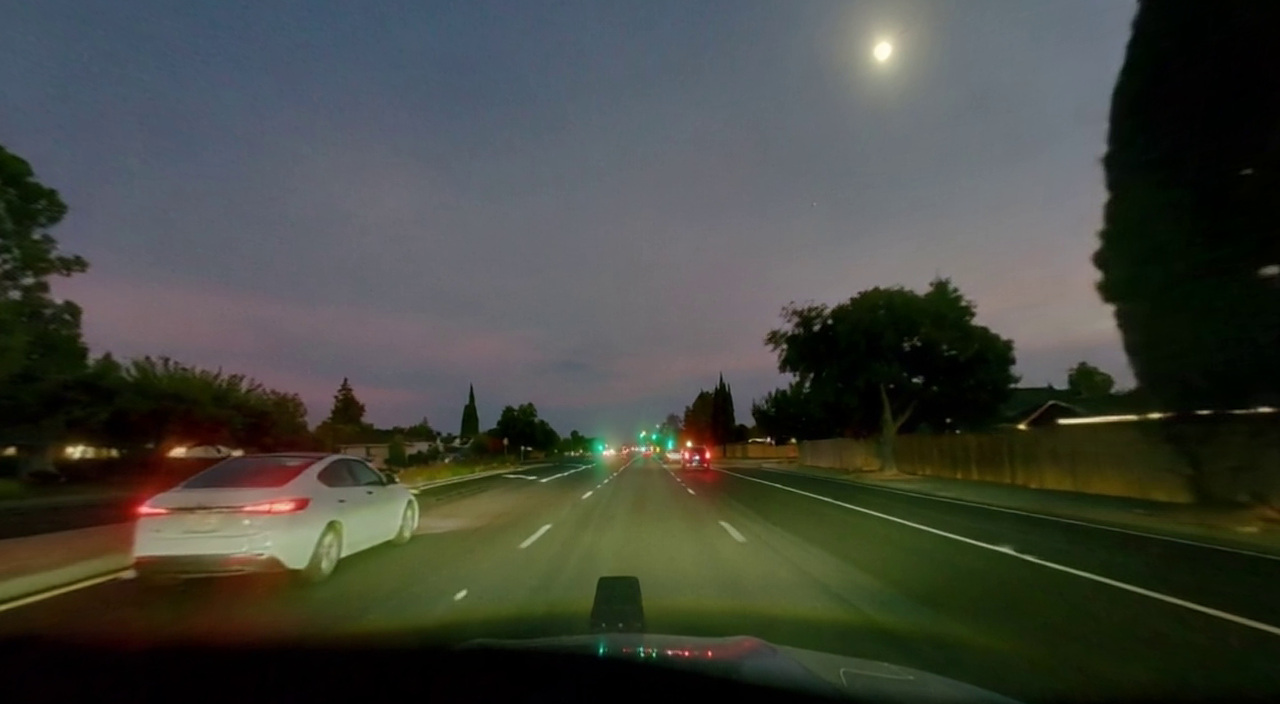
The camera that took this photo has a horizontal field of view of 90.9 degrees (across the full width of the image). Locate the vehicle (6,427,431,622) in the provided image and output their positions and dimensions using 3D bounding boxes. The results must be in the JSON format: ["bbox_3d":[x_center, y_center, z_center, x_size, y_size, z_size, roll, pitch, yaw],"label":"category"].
[{"bbox_3d":[-4.089,1.699,7.286,1.966,1.524,4.410,0,-8,-2],"label":"vehicle"}]

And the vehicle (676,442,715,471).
[{"bbox_3d":[3.578,6.849,41.616,2.114,1.780,4.445,0,-8,-1],"label":"vehicle"}]
